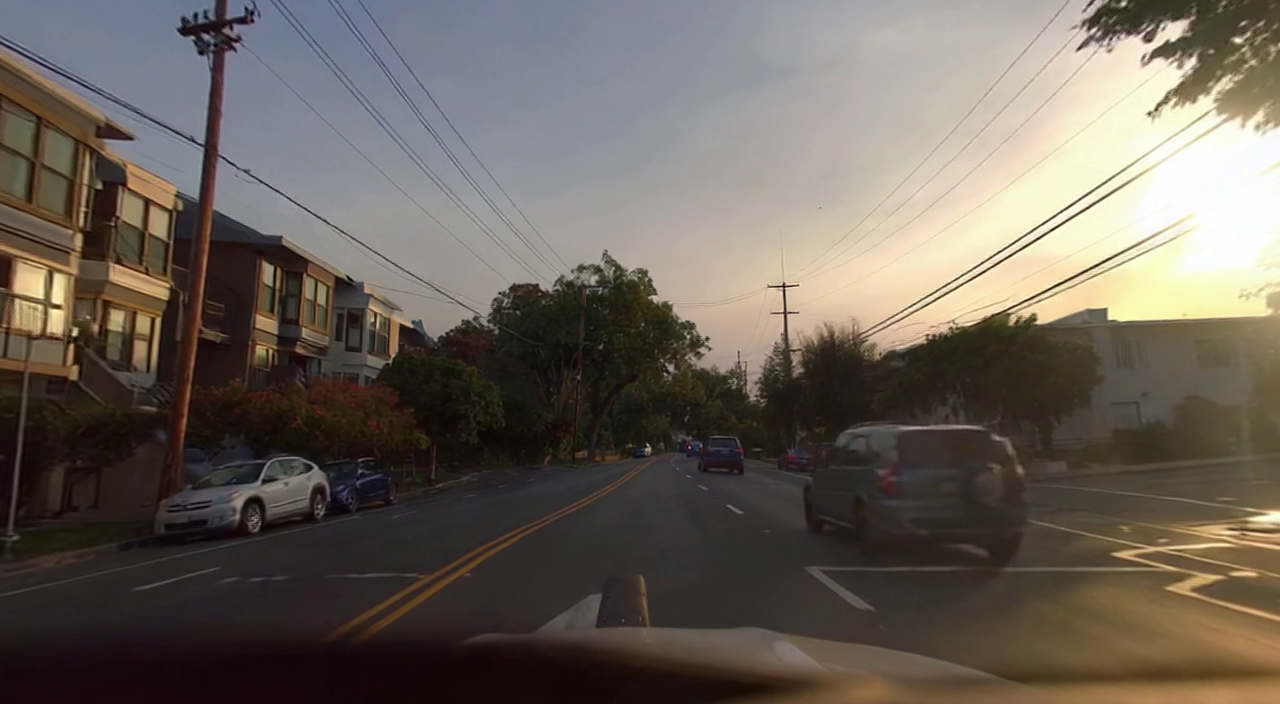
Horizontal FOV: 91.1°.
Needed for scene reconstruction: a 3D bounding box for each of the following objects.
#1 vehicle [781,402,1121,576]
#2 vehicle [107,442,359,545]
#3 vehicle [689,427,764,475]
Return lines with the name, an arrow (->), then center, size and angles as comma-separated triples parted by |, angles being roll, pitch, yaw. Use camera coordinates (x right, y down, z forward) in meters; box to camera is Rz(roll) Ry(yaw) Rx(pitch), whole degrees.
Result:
vehicle -> 3.658, 1.724, 8.750 | 2.306, 1.719, 4.805 | 0, -8, 1
vehicle -> -8.431, 2.916, 13.767 | 2.381, 1.825, 4.652 | 0, -8, 0
vehicle -> 3.583, 4.245, 27.139 | 2.368, 1.840, 4.896 | 0, -8, -2
